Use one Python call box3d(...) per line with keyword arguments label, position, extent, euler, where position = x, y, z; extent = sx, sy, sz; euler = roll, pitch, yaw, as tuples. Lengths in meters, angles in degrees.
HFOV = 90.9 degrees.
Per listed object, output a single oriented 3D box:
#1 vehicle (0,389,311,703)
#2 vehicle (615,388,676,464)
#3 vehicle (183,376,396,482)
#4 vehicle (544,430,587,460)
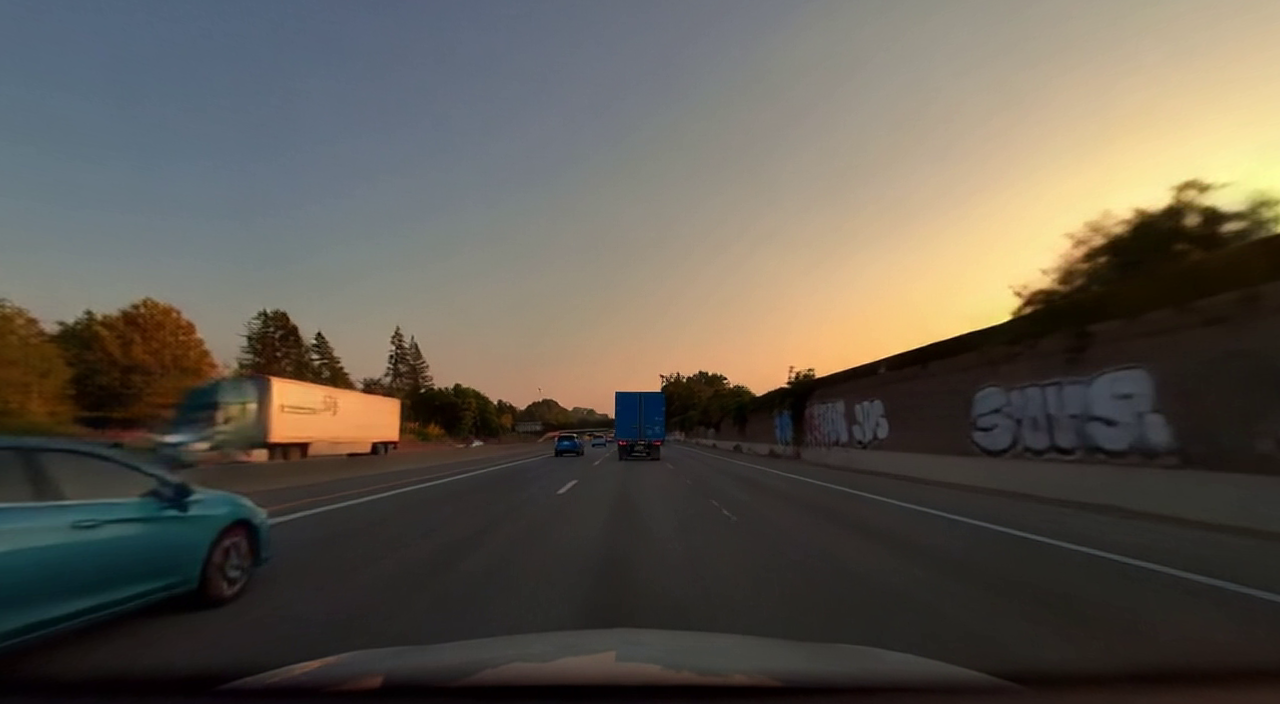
box3d(label="vehicle", position=(-4.084, 1.033, 3.666), extent=(1.948, 1.526, 4.525), euler=(0, -8, -1))
box3d(label="vehicle", position=(0.177, 4.185, 35.168), extent=(2.927, 3.649, 9.443), euler=(0, -8, -1))
box3d(label="vehicle", position=(-18.015, 4.275, 34.866), extent=(3.046, 4.510, 15.847), euler=(0, -7, -1))
box3d(label="vehicle", position=(-4.326, 5.488, 37.288), extent=(2.058, 1.645, 4.130), euler=(0, -8, 0))
